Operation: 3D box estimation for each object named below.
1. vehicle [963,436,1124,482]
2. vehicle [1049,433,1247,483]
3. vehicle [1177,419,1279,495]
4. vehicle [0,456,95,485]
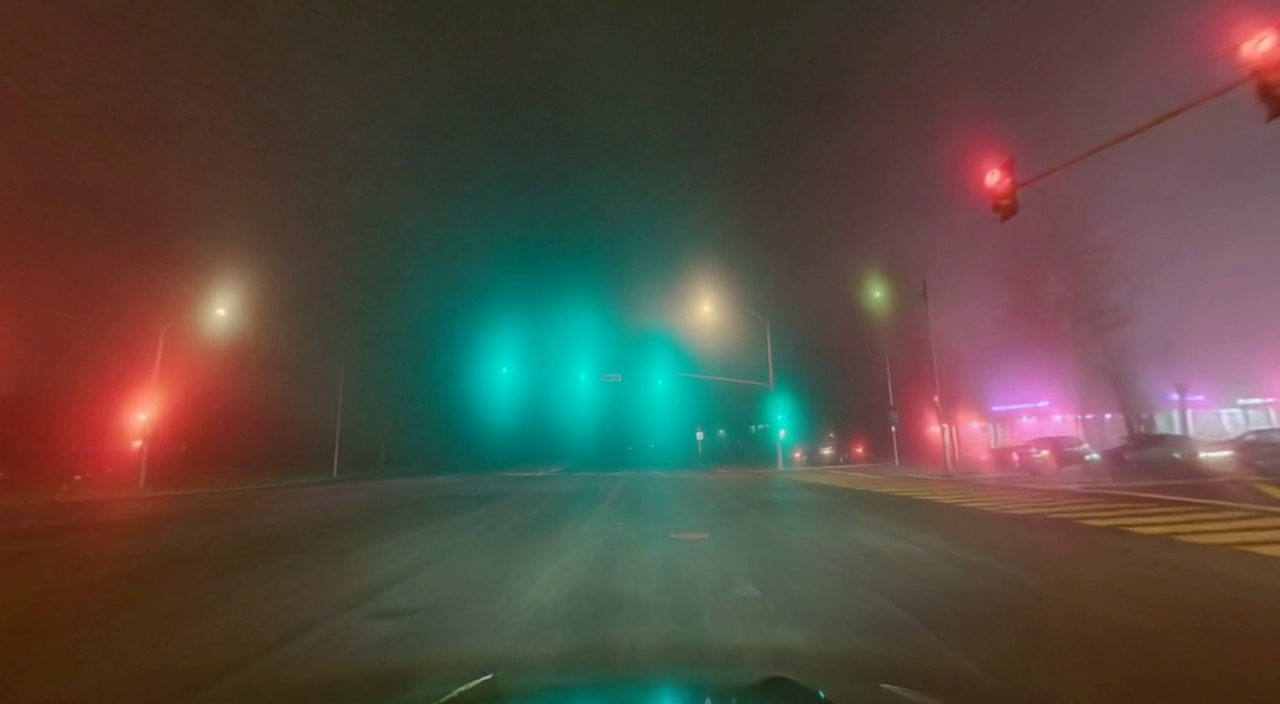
[{"bbox_3d":[15.964,4.258,25.095,4.904,1.598,2.326,0,-10,-8],"label":"vehicle"},{"bbox_3d":[15.622,3.262,19.541,4.582,1.436,2.073,1,-9,-7],"label":"vehicle"},{"bbox_3d":[17.463,2.629,16.594,4.721,1.637,2.256,-4,-8,-8],"label":"vehicle"},{"bbox_3d":[-38.004,7.550,40.431,1.959,1.633,4.579,-3,-9,1],"label":"vehicle"}]
